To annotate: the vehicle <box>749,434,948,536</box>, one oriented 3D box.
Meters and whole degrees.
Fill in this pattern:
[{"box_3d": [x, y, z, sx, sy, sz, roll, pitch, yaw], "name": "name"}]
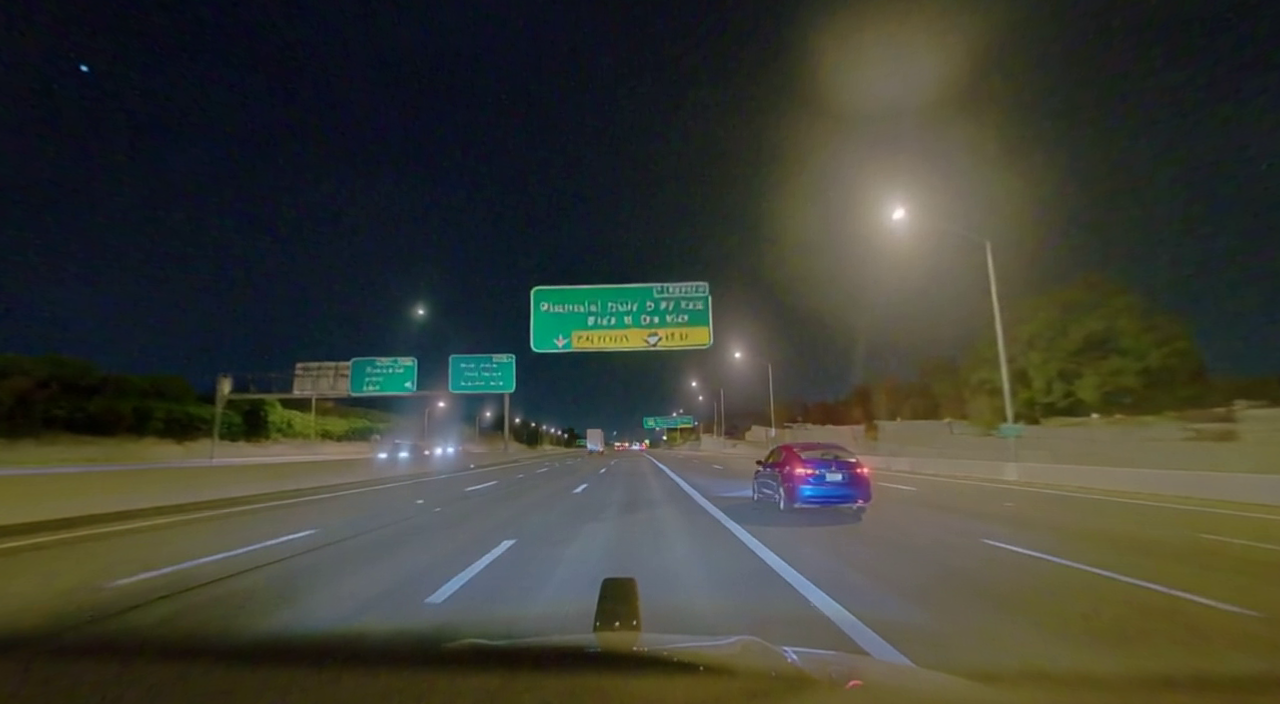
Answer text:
[{"box_3d": [3.508, 2.326, 11.759, 1.989, 1.479, 4.670, 0, -8, -2], "name": "vehicle"}]
